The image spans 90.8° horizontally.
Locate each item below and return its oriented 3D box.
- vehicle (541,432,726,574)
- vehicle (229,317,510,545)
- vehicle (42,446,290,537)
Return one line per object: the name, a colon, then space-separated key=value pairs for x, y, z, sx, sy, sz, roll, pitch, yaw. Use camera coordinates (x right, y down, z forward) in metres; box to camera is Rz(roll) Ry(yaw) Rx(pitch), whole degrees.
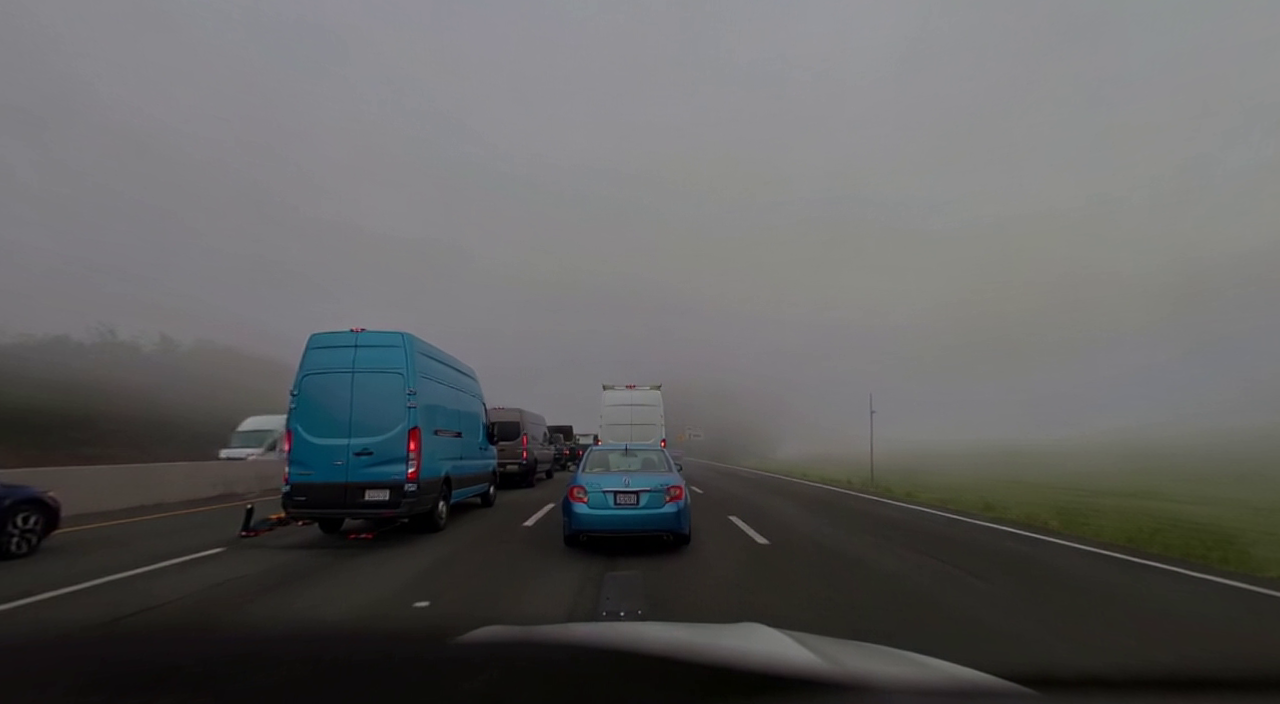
vehicle: x=-0.097 y=1.905 z=8.604 sx=1.995 sy=1.495 sz=3.380 roll=0 pitch=-9 yaw=-1
vehicle: x=-4.083 y=1.472 z=11.356 sx=2.254 sy=2.879 sz=6.656 roll=0 pitch=-9 yaw=-2
vehicle: x=-8.905 y=2.600 z=12.393 sx=1.797 sy=1.466 sz=3.924 roll=0 pitch=-9 yaw=0
